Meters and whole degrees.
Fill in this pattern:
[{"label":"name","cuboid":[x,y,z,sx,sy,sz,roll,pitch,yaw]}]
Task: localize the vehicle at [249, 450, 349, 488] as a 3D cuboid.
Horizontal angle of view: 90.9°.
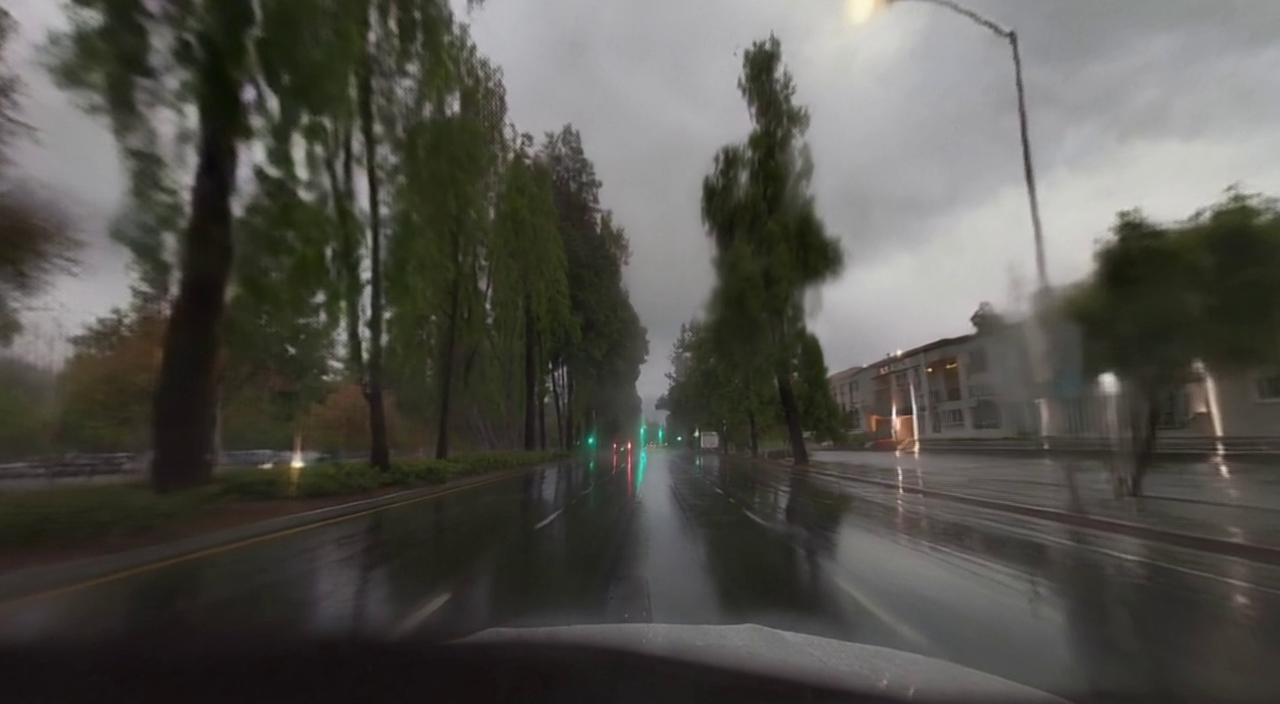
[{"label":"vehicle","cuboid":[-16.353,5.619,30.533,2.168,1.634,4.610,0,-8,2]}]
